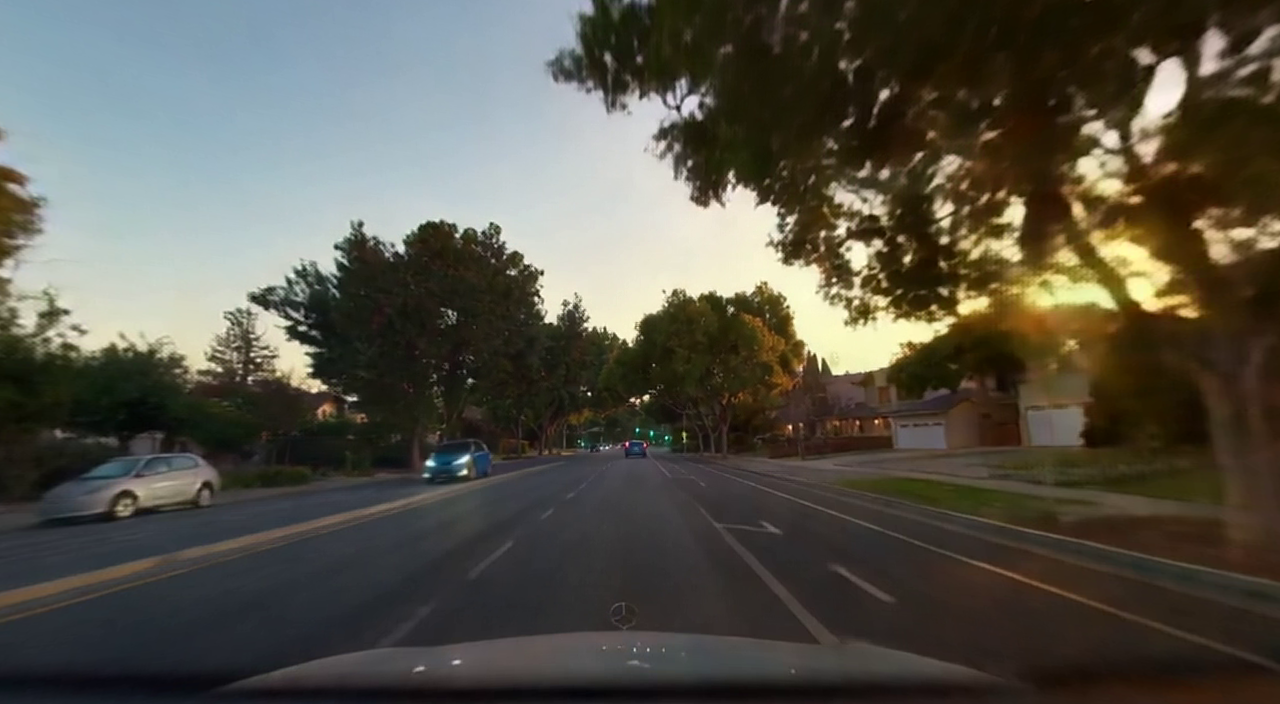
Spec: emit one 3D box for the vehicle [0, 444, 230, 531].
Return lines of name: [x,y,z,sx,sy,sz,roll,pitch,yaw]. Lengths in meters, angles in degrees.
vehicle: [-12.310,3.068,14.996,2.098,1.740,4.449,0,-8,-1]

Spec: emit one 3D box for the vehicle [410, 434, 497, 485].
vehicle: [-7.147,4.150,24.668,2.082,1.789,4.387,0,-8,-1]
